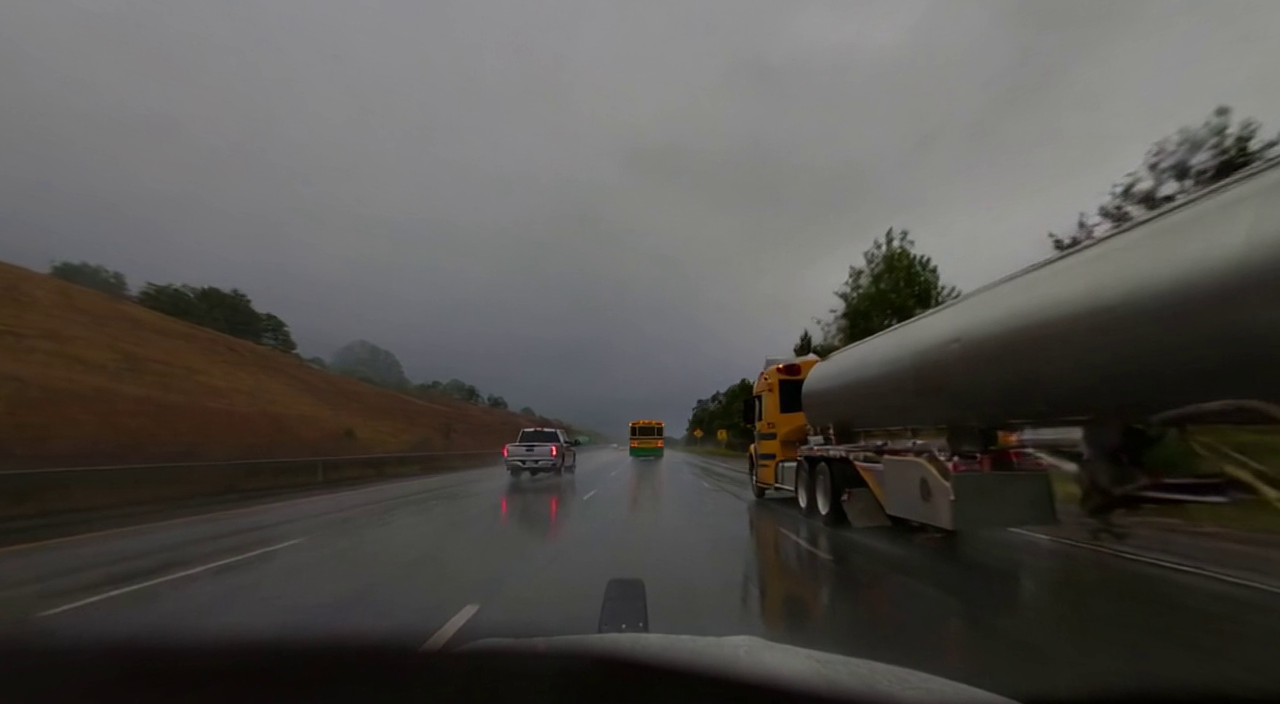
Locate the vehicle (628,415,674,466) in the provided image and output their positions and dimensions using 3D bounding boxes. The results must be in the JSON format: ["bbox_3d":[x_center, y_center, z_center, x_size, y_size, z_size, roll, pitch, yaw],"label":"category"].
[{"bbox_3d":[0.680,6.453,46.017,2.948,3.265,10.569,0,-8,-1],"label":"vehicle"}]

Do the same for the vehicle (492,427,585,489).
[{"bbox_3d":[-3.421,3.720,22.589,2.241,1.927,5.833,0,-8,1],"label":"vehicle"}]

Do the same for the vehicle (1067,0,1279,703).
[{"bbox_3d":[4.370,-0.377,0.783,2.716,3.705,7.018,0,-8,1],"label":"vehicle"}]

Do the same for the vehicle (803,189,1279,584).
[{"bbox_3d":[4.589,0.698,9.072,2.604,3.677,6.470,0,-8,-1],"label":"vehicle"}]
